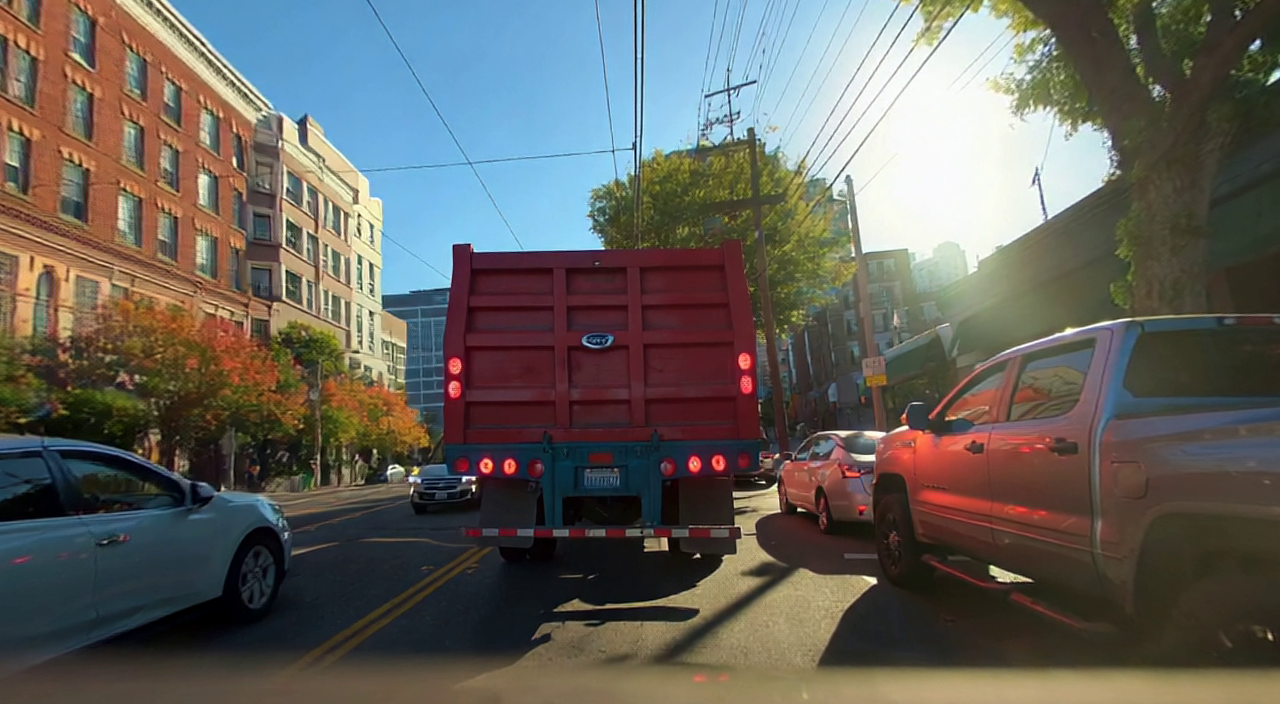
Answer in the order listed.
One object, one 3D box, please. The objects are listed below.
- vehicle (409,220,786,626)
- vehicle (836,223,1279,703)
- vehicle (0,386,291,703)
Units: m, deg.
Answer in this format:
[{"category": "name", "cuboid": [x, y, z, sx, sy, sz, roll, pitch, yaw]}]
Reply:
[{"category": "vehicle", "cuboid": [-0.235, 1.100, 9.121, 2.878, 3.204, 8.244, 0, -8, 1]}, {"category": "vehicle", "cuboid": [3.230, 0.845, 3.870, 2.242, 1.979, 5.722, 0, -8, 0]}, {"category": "vehicle", "cuboid": [-4.119, 1.036, 3.298, 1.988, 1.657, 4.492, 0, -8, 0]}]
